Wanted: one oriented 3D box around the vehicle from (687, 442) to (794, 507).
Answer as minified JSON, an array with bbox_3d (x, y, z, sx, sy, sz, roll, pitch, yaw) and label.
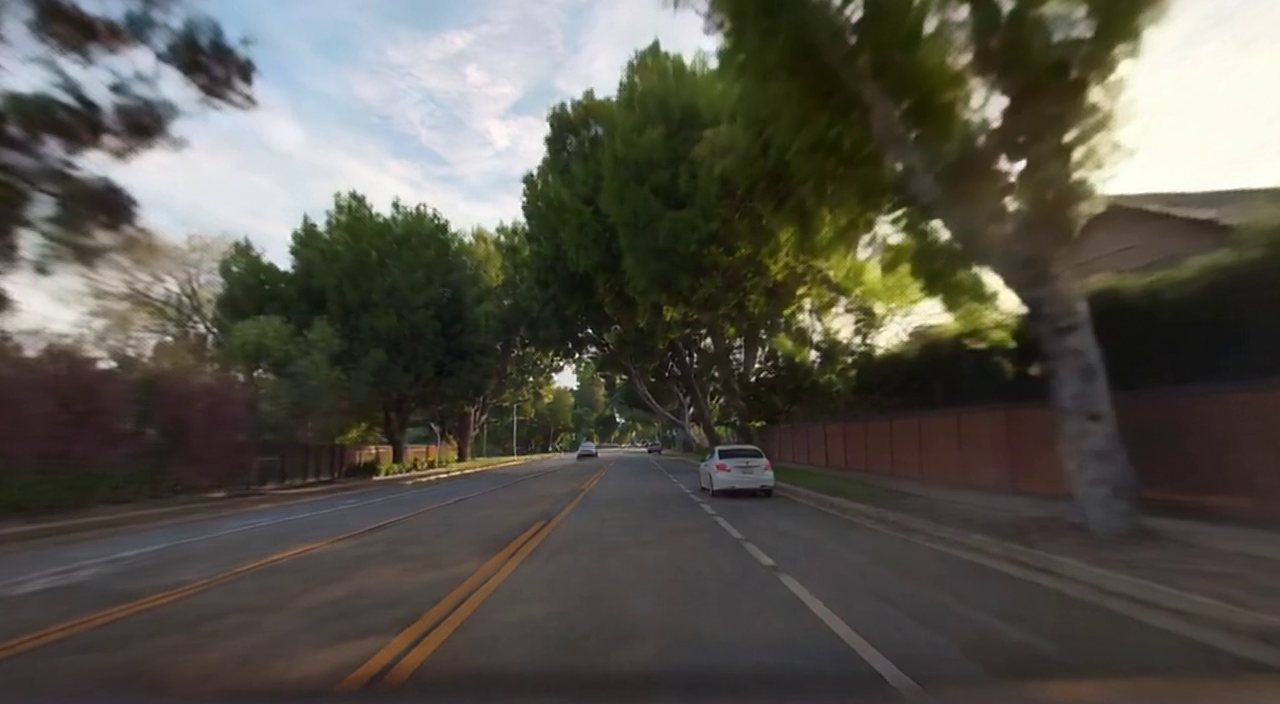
[{"bbox_3d":[2.444,3.110,16.547,1.991,1.476,4.153,0,-9,-2],"label":"vehicle"}]
